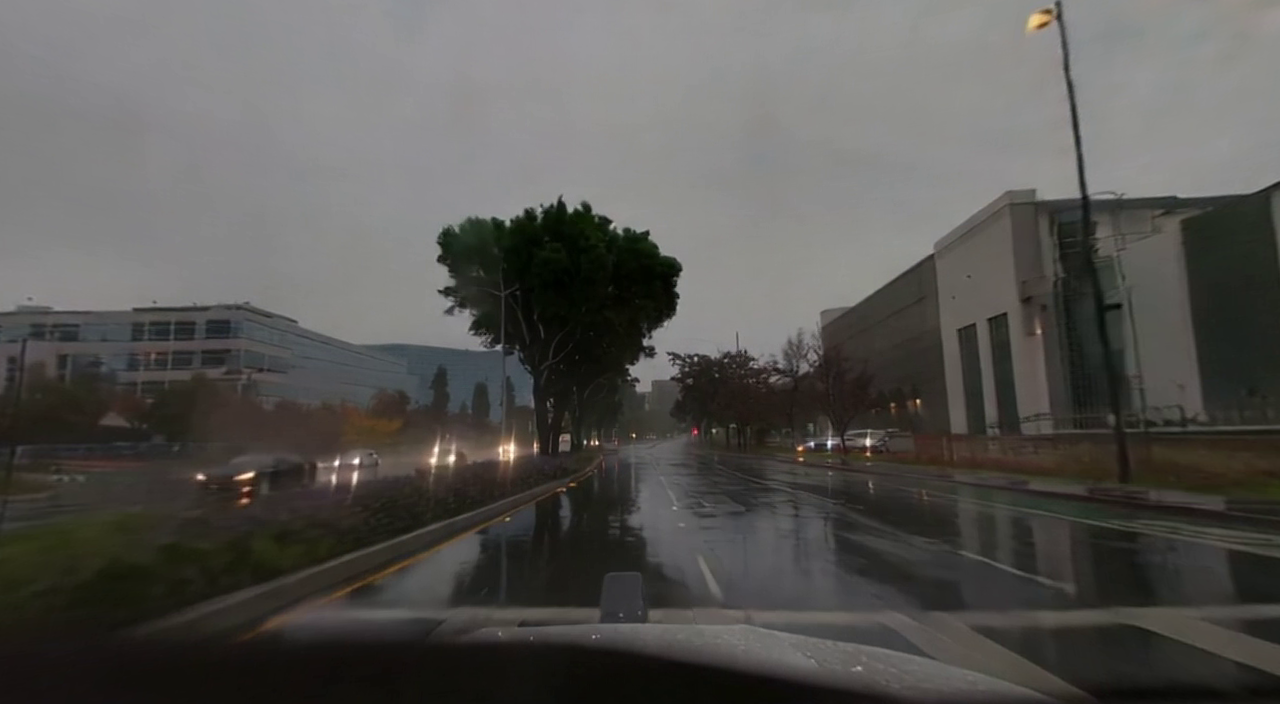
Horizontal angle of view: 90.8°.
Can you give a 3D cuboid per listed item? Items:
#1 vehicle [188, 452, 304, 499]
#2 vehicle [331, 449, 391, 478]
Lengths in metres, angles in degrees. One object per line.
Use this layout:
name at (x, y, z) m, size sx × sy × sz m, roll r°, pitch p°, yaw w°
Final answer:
vehicle at (-15.269, 4.757, 24.783) m, size 1.833 × 1.496 × 4.157 m, roll -4°, pitch -8°, yaw 1°
vehicle at (-18.578, 7.429, 42.324) m, size 1.980 × 1.732 × 4.498 m, roll -2°, pitch -8°, yaw 1°
